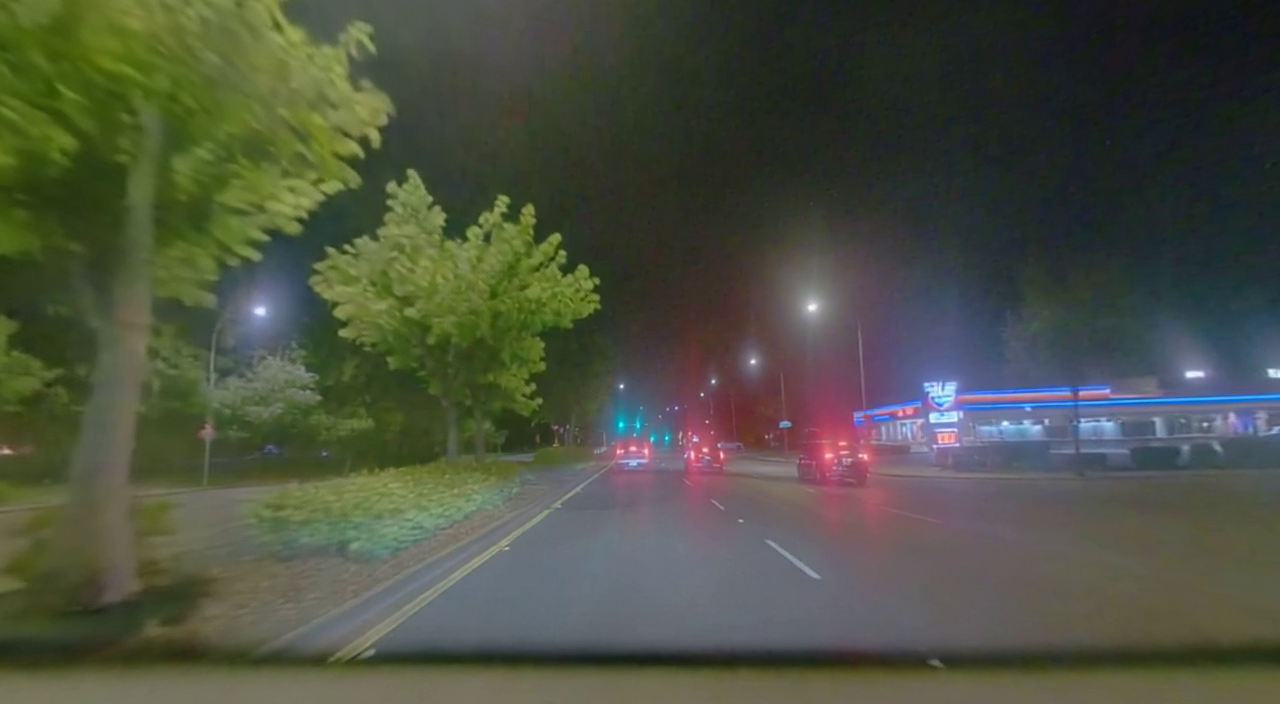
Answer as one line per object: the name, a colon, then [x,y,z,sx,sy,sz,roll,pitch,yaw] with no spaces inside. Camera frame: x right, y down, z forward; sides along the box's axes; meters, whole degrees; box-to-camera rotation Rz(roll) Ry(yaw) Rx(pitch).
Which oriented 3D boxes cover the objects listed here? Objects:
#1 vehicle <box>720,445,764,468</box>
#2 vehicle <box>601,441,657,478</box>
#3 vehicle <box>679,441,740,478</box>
vehicle: [6.525,6.706,40.843,2.068,1.393,3.874,0,-8,-2]
vehicle: [-0.501,4.670,27.770,2.242,1.474,4.127,0,-8,-2]
vehicle: [3.030,4.824,28.644,2.057,1.491,4.675,0,-8,-2]
